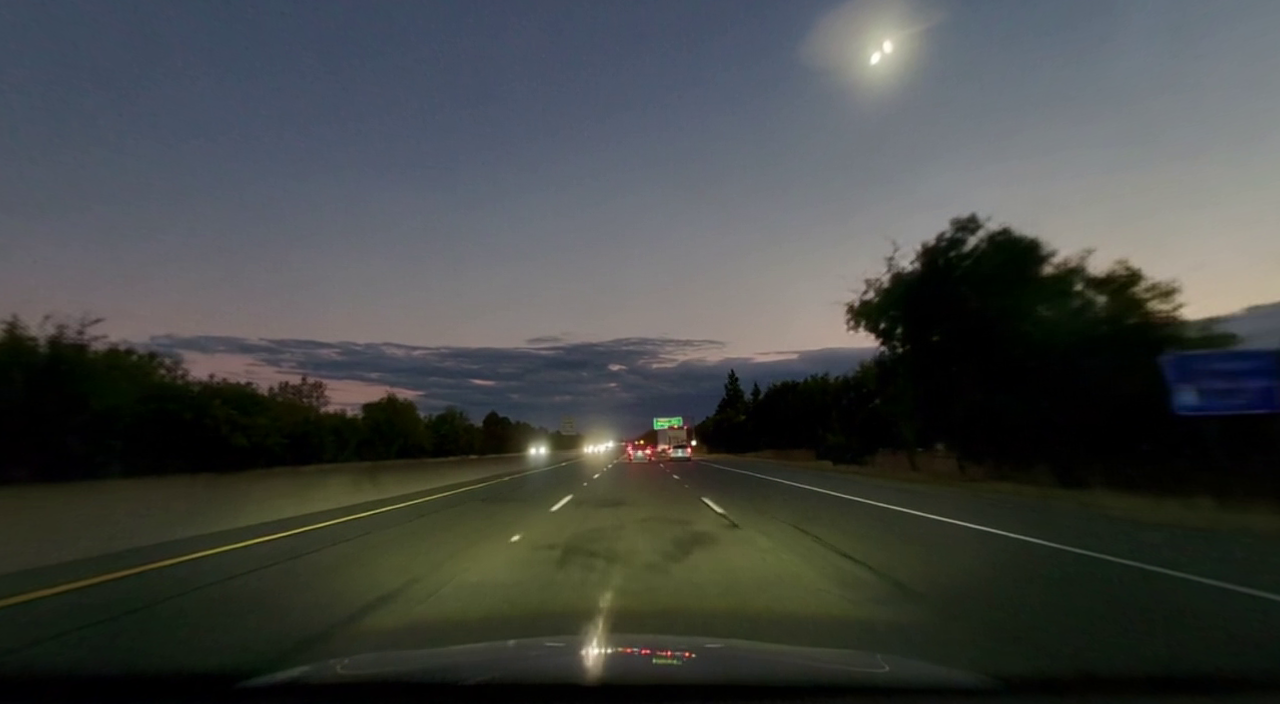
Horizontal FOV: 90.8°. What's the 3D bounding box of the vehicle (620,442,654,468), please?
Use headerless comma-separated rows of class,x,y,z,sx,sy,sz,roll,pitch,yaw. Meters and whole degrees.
vehicle,-0.229,6.818,42.015,2.173,1.598,4.293,0,-9,-1
